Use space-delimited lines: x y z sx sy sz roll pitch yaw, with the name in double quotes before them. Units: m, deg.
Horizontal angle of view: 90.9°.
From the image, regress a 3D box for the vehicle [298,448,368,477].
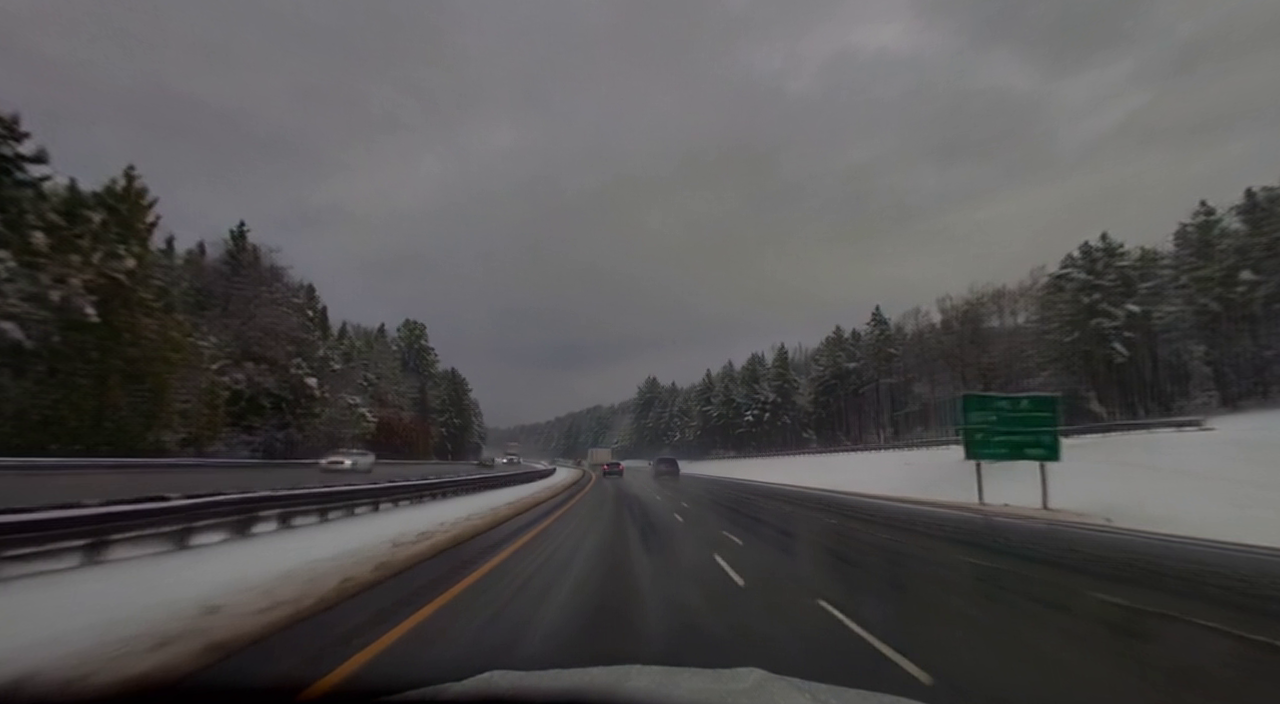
"vehicle" -17.853 6.474 36.896 2.005 1.547 4.120 1 -10 -1
